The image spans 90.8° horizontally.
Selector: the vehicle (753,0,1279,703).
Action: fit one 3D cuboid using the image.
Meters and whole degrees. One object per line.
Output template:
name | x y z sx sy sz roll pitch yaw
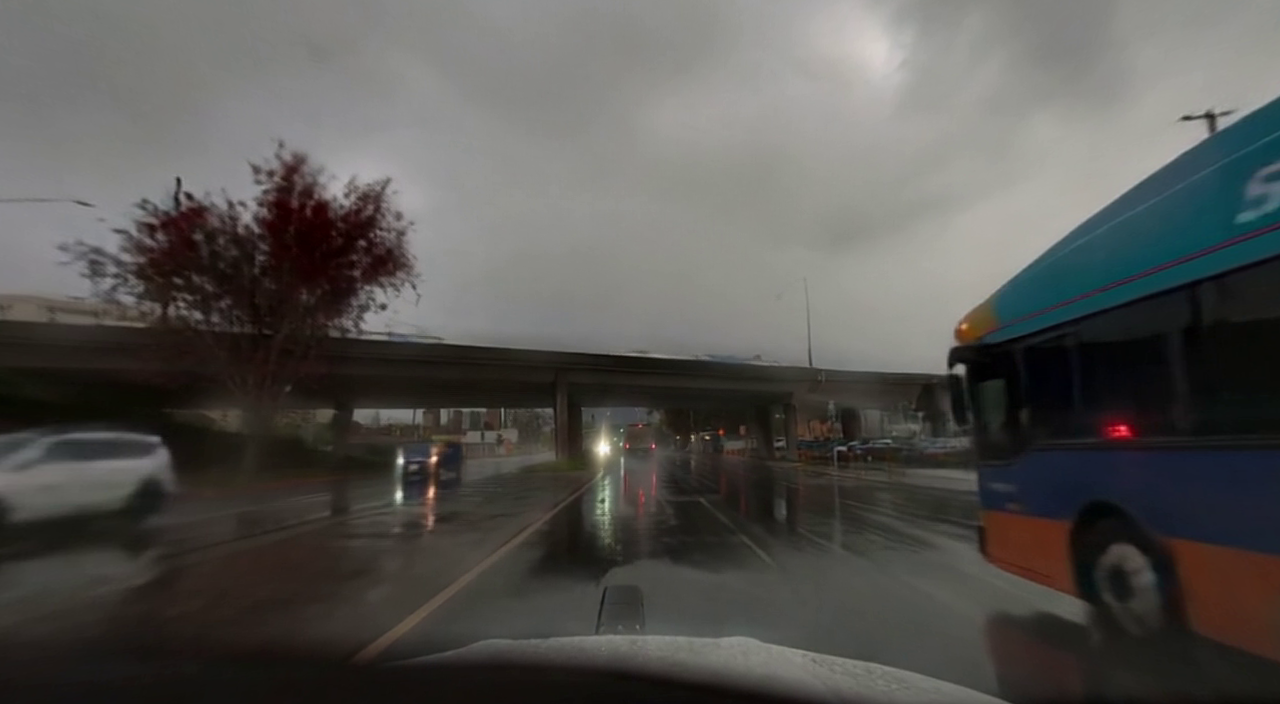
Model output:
vehicle | 4.015 0.583 5.430 3.043 3.162 13.806 0 -9 -2
